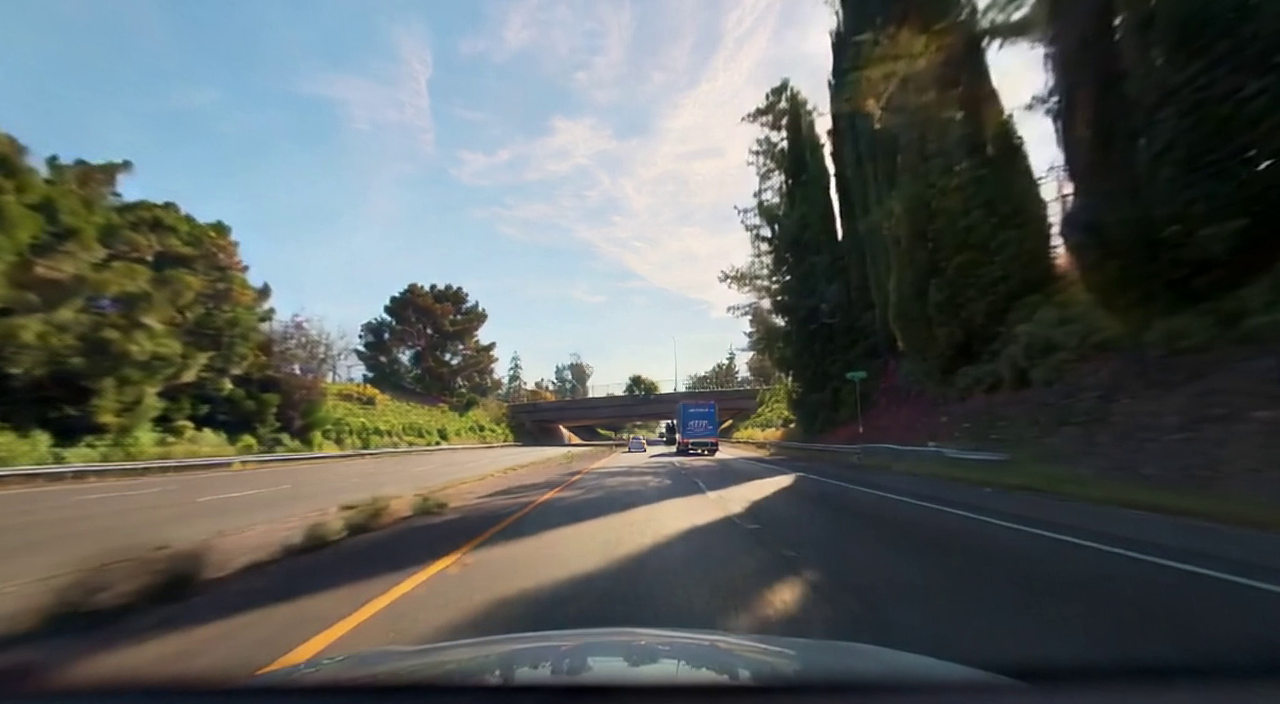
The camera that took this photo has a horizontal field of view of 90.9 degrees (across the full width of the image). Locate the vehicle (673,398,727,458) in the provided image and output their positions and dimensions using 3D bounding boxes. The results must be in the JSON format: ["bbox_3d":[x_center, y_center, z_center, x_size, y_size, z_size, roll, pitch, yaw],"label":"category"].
[{"bbox_3d":[3.602,4.654,38.563,2.913,3.491,2.811,0,-8,-1],"label":"vehicle"}]

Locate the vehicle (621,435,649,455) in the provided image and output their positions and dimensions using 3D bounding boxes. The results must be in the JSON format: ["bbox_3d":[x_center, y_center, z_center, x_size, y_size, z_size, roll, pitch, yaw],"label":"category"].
[{"bbox_3d":[-0.361,6.754,45.968,1.996,1.325,4.029,0,-8,0],"label":"vehicle"}]
